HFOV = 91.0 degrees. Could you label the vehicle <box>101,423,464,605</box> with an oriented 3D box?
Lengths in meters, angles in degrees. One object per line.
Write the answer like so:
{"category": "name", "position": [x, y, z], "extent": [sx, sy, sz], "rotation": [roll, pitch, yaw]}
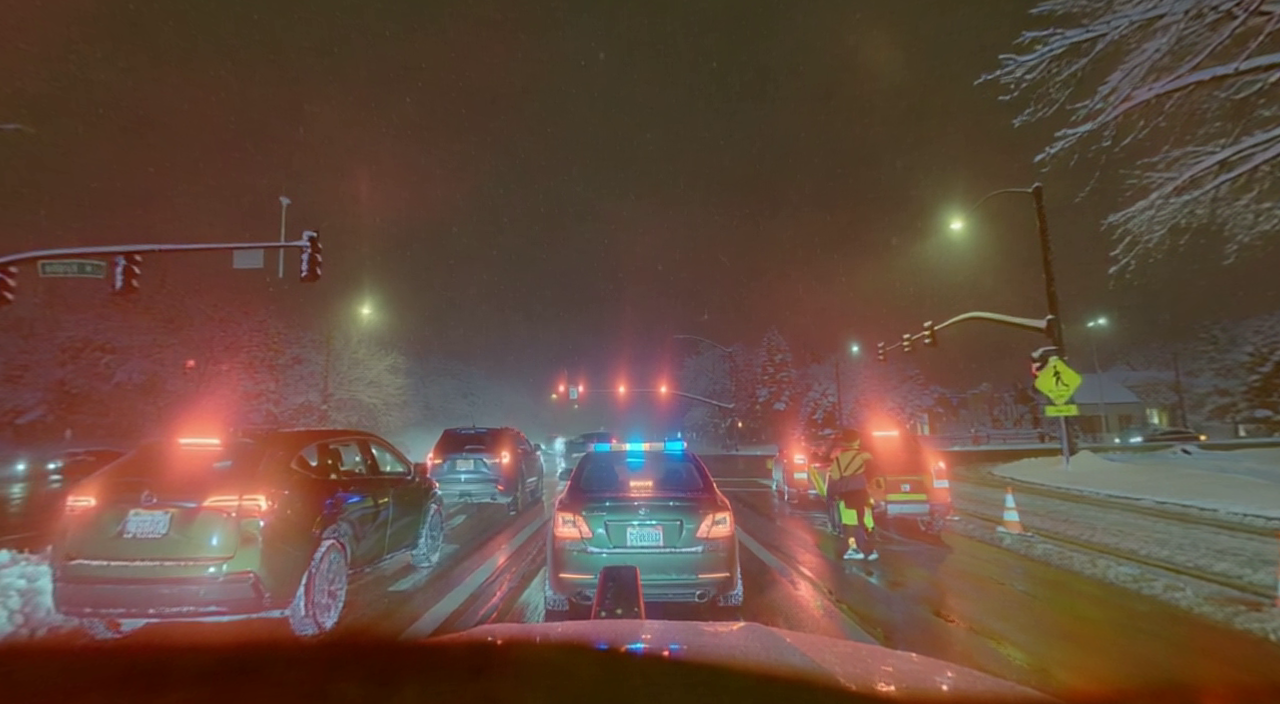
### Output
{"category": "vehicle", "position": [-3.604, 1.674, 7.400], "extent": [1.863, 1.526, 4.006], "rotation": [0, -8, 1]}

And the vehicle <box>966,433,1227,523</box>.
{"category": "vehicle", "position": [9.359, 2.589, 13.579], "extent": [1.957, 1.576, 4.670], "rotation": [0, -9, -3]}

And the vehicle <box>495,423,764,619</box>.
{"category": "vehicle", "position": [-0.123, 1.625, 7.076], "extent": [2.061, 1.486, 4.332], "rotation": [0, -8, -1]}
